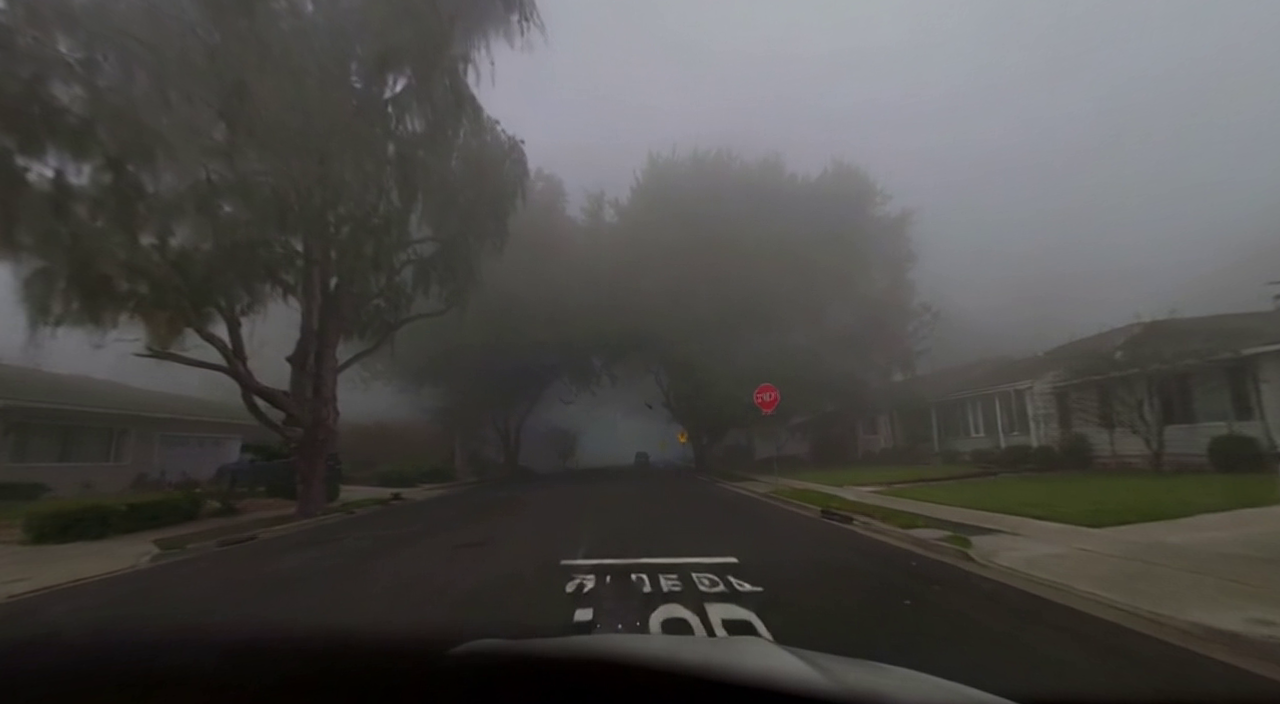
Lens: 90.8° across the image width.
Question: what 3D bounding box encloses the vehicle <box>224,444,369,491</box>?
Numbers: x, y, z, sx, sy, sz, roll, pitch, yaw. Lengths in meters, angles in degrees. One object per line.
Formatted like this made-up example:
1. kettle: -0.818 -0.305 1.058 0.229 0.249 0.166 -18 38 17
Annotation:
1. vehicle: -14.269 4.807 26.495 4.809 1.865 2.093 0 -9 -2
